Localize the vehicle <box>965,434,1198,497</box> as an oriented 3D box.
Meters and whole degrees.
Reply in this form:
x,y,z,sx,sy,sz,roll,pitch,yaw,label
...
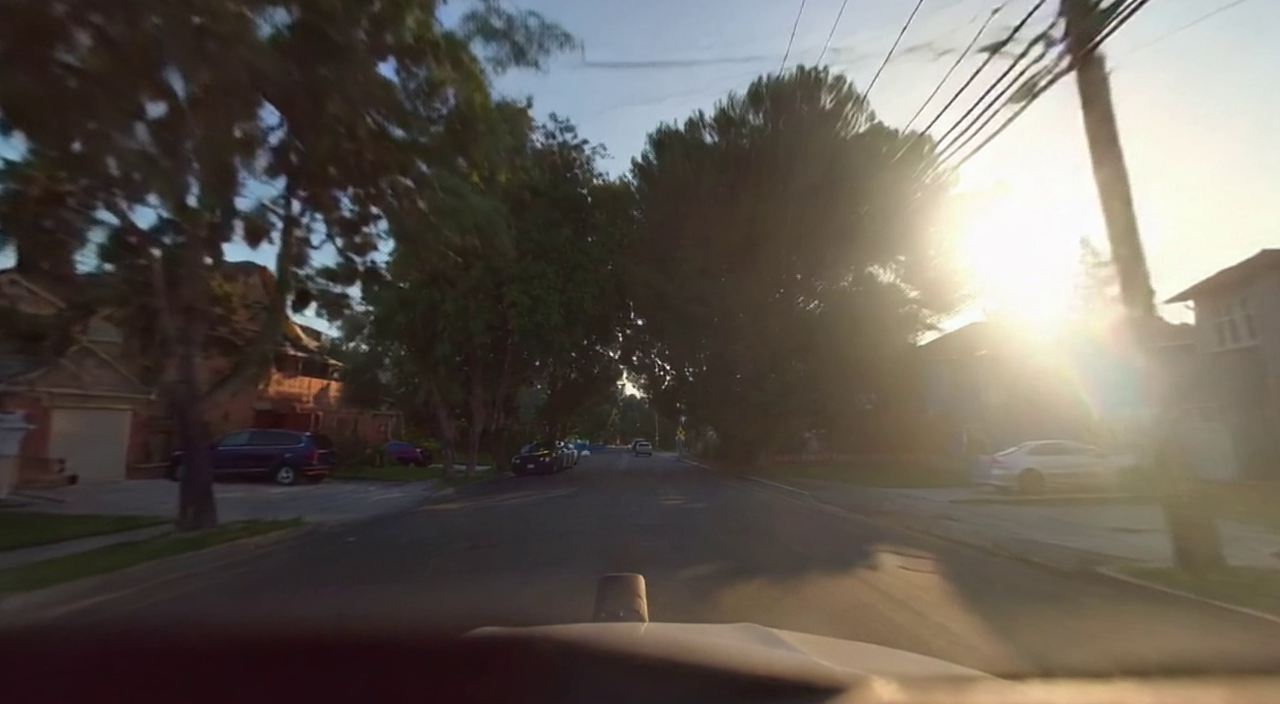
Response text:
x,y,z,sx,sy,sz,roll,pitch,yaw,label
11.803,3.052,17.188,4.700,1.441,2.167,-1,-8,-2,vehicle

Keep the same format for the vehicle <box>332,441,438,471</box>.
x,y,z,sx,sy,sz,roll,pitch,yaw,label
-12.554,5.147,31.389,4.526,1.449,1.869,1,-9,-9,vehicle

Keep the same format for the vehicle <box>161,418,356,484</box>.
x,y,z,sx,sy,sz,roll,pitch,yaw,label
-12.490,3.277,20.993,4.962,1.866,2.075,3,-9,-3,vehicle

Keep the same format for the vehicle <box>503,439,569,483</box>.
x,y,z,sx,sy,sz,roll,pitch,yaw,label
-4.636,4.890,28.814,2.207,1.669,4.363,-3,-7,0,vehicle
